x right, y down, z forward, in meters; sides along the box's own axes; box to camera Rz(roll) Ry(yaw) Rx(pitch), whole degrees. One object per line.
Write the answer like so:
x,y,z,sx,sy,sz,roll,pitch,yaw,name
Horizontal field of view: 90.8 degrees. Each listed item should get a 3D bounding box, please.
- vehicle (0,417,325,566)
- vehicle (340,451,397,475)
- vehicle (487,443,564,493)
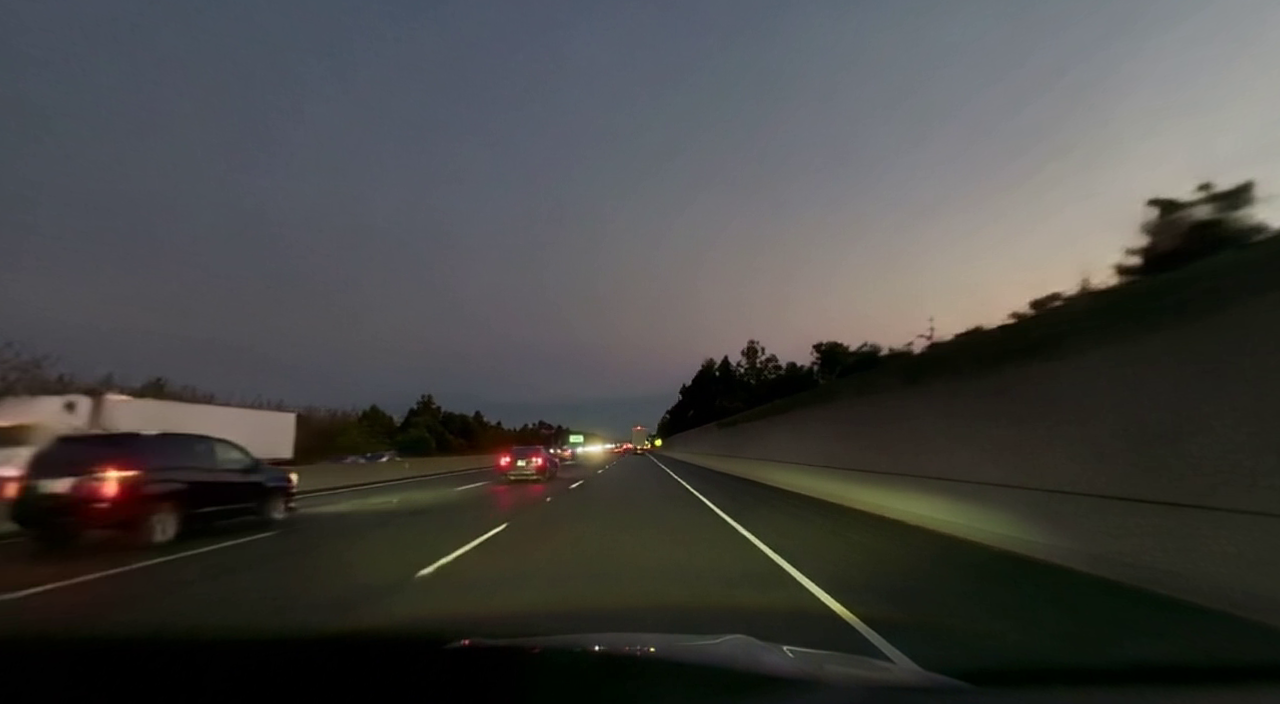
-7.294,2.011,9.868,2.173,1.722,4.869,0,-9,0,vehicle
-17.983,7.359,41.984,1.825,1.459,4.238,-1,-9,1,vehicle
-3.794,3.895,21.509,1.893,1.521,3.742,0,-9,0,vehicle
